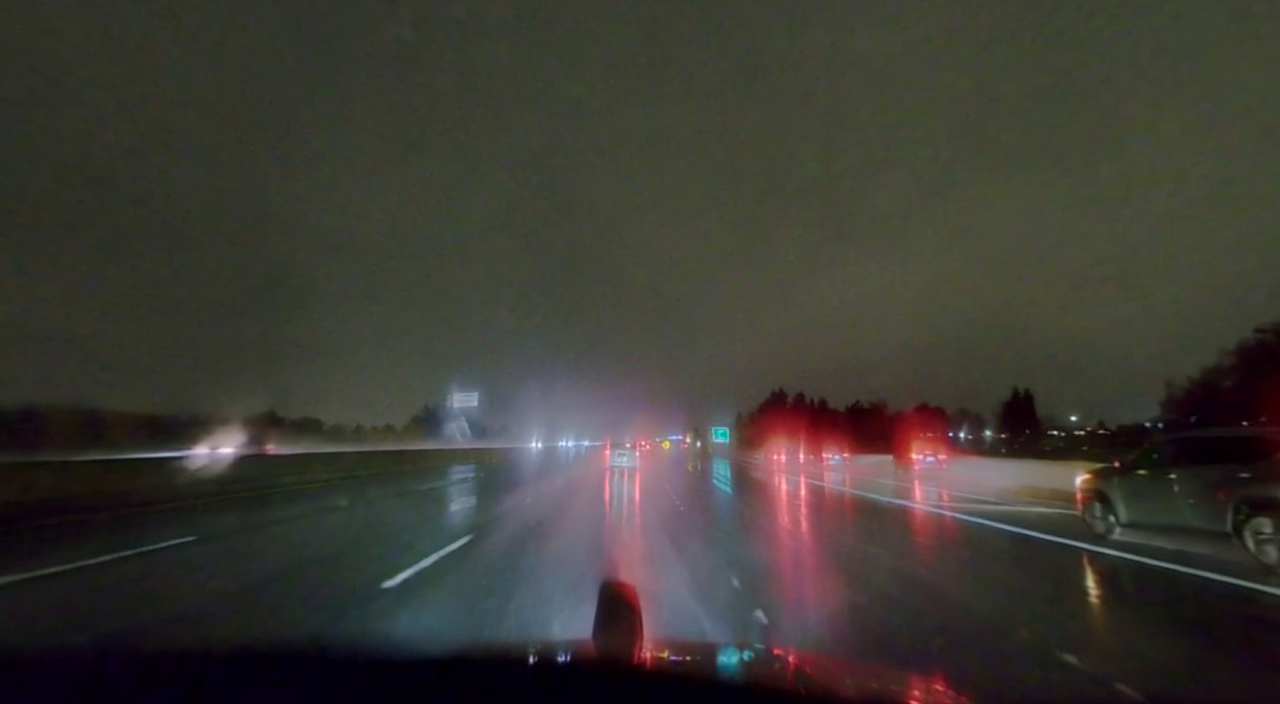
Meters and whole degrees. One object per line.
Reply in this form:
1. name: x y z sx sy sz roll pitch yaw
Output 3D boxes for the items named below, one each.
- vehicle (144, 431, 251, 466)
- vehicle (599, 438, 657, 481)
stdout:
1. vehicle: -21.902 4.839 31.304 1.957 1.597 4.605 0 -9 1
2. vehicle: -0.391 4.136 24.405 2.055 1.509 4.255 0 -9 1
